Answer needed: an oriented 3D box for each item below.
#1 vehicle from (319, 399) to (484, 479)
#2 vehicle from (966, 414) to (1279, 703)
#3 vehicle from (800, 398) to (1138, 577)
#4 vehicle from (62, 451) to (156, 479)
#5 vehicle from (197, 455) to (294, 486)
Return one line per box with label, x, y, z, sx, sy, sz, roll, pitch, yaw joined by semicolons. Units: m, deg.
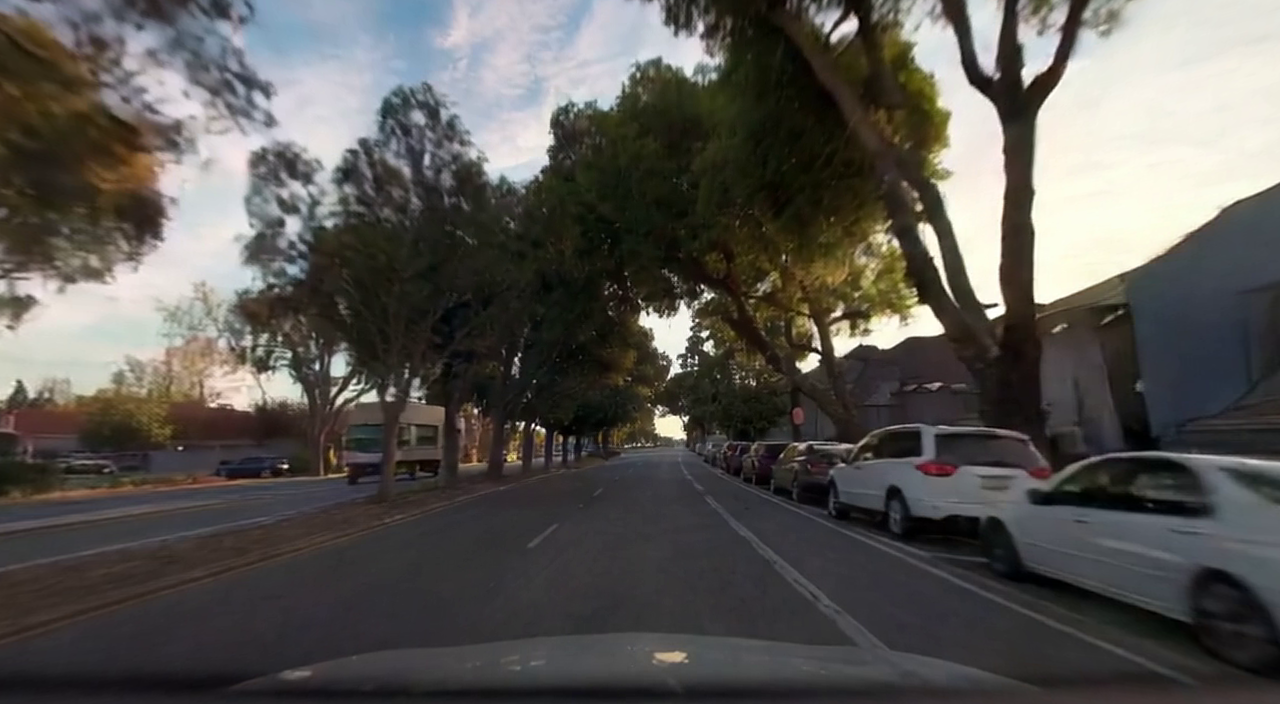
vehicle;-12.531;4.930;35.598;3.222;3.589;13.866;-1;-8;3
vehicle;4.300;1.245;4.356;1.806;1.536;4.225;0;-8;0
vehicle;4.041;1.750;9.033;2.108;1.827;4.844;0;-8;-1
vehicle;-33.698;7.176;40.097;4.231;1.650;2.053;-1;-8;3
vehicle;-22.879;6.868;36.844;2.026;1.531;5.099;-1;-8;6
